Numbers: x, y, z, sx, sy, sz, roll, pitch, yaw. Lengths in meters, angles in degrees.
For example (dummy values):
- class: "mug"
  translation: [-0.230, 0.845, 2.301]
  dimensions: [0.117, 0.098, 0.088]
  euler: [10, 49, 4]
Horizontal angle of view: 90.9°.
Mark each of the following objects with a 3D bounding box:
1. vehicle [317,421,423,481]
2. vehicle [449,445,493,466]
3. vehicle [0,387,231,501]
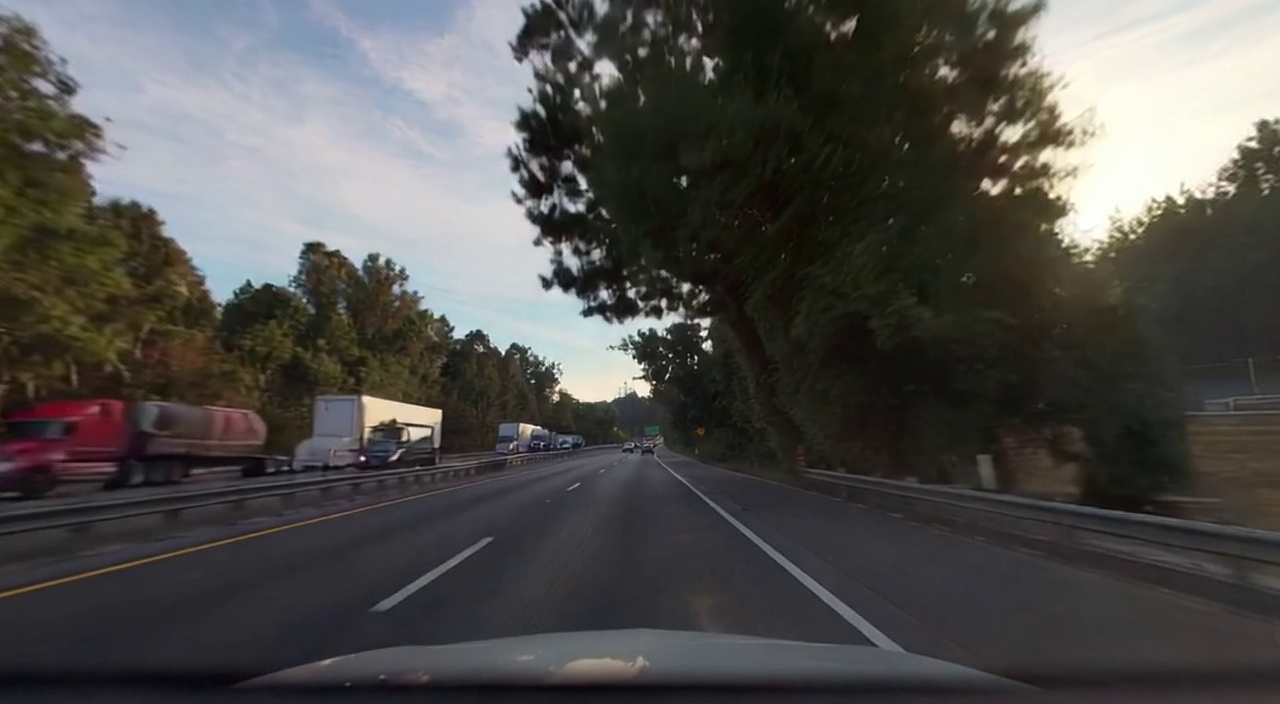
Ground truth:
- class: "vehicle"
  translation: [-11.855, 4.407, 28.175]
  dimensions: [2.308, 2.426, 5.240]
  euler: [0, -9, 1]
- class: "vehicle"
  translation: [-12.123, 7.473, 45.550]
  dimensions: [1.868, 1.426, 4.479]
  euler: [0, -9, 1]
- class: "vehicle"
  translation: [-16.972, 2.921, 19.916]
  dimensions: [2.790, 2.882, 7.737]
  euler: [0, -9, 0]
